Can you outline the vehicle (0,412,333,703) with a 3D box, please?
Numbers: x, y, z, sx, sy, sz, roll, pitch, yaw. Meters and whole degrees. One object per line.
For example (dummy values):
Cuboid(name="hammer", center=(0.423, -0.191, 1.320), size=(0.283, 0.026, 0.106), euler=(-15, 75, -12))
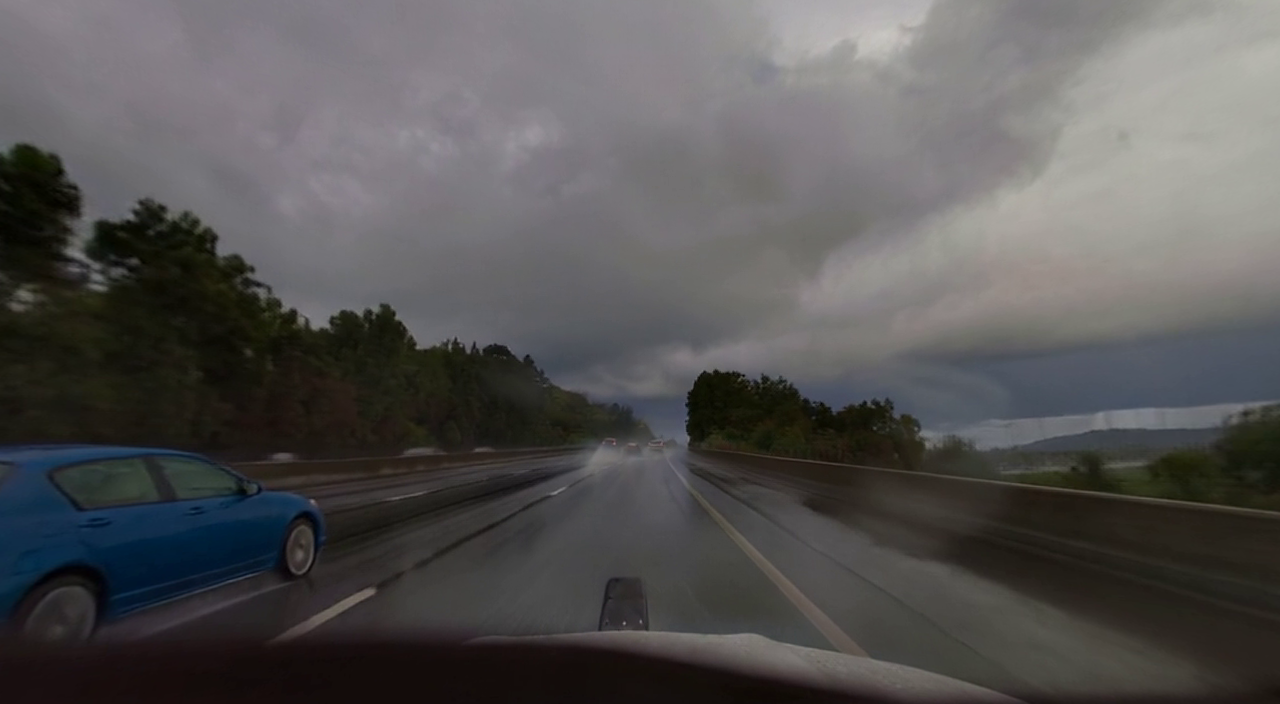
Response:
Cuboid(name="vehicle", center=(-4.154, 1.174, 4.075), size=(1.996, 1.454, 4.495), euler=(0, -8, 1))
